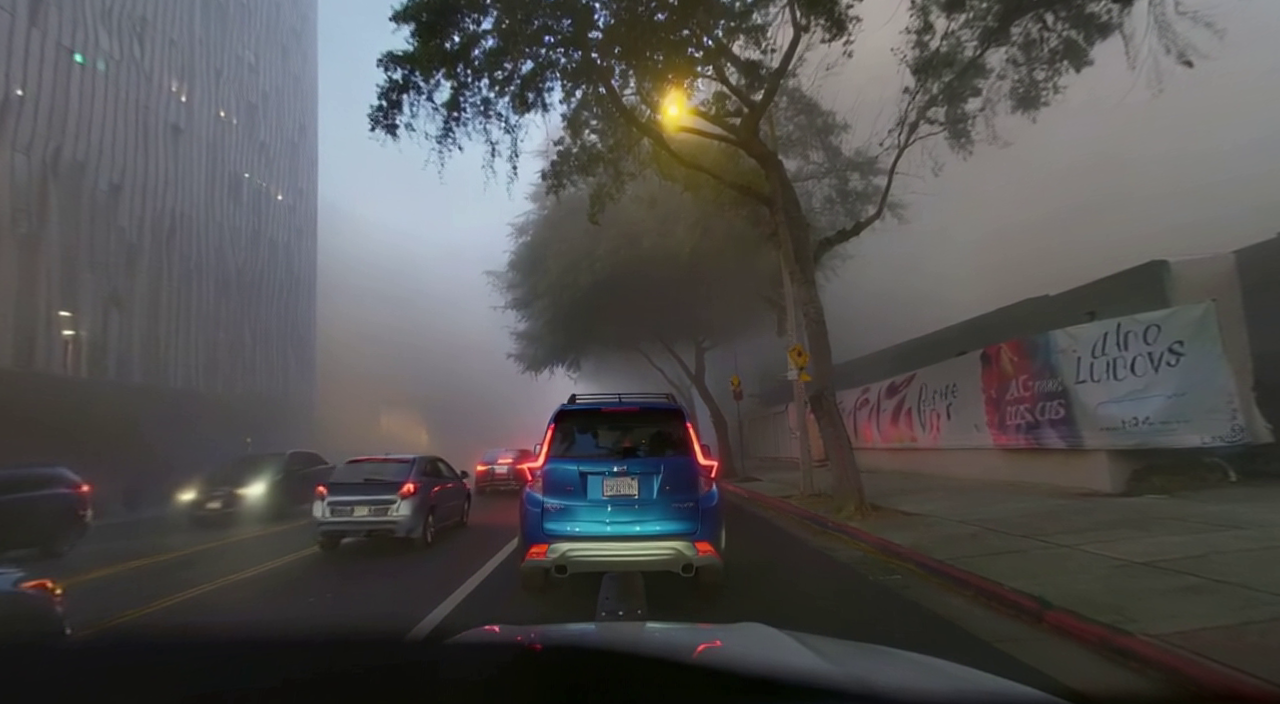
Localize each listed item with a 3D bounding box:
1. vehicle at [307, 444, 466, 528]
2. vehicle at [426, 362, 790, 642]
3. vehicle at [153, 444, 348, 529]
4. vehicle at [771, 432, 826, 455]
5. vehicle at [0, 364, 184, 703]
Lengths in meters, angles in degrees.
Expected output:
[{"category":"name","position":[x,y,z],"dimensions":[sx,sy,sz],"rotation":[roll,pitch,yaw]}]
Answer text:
[{"category":"vehicle","position":[-5.102,2.702,13.460],"dimensions":[1.876,1.448,4.464],"rotation":[0,-8,-5]},{"category":"vehicle","position":[-0.334,1.353,6.701],"dimensions":[2.531,1.930,4.382],"rotation":[0,-8,-3]},{"category":"vehicle","position":[-8.949,3.060,15.072],"dimensions":[1.937,1.681,4.297],"rotation":[0,-8,-1]},{"category":"vehicle","position":[10.338,5.970,41.010],"dimensions":[1.877,1.416,3.965],"rotation":[-8,-12,39]},{"category":"vehicle","position":[-3.224,0.684,0.892],"dimensions":[1.971,1.658,4.428],"rotation":[0,-8,-3]}]
